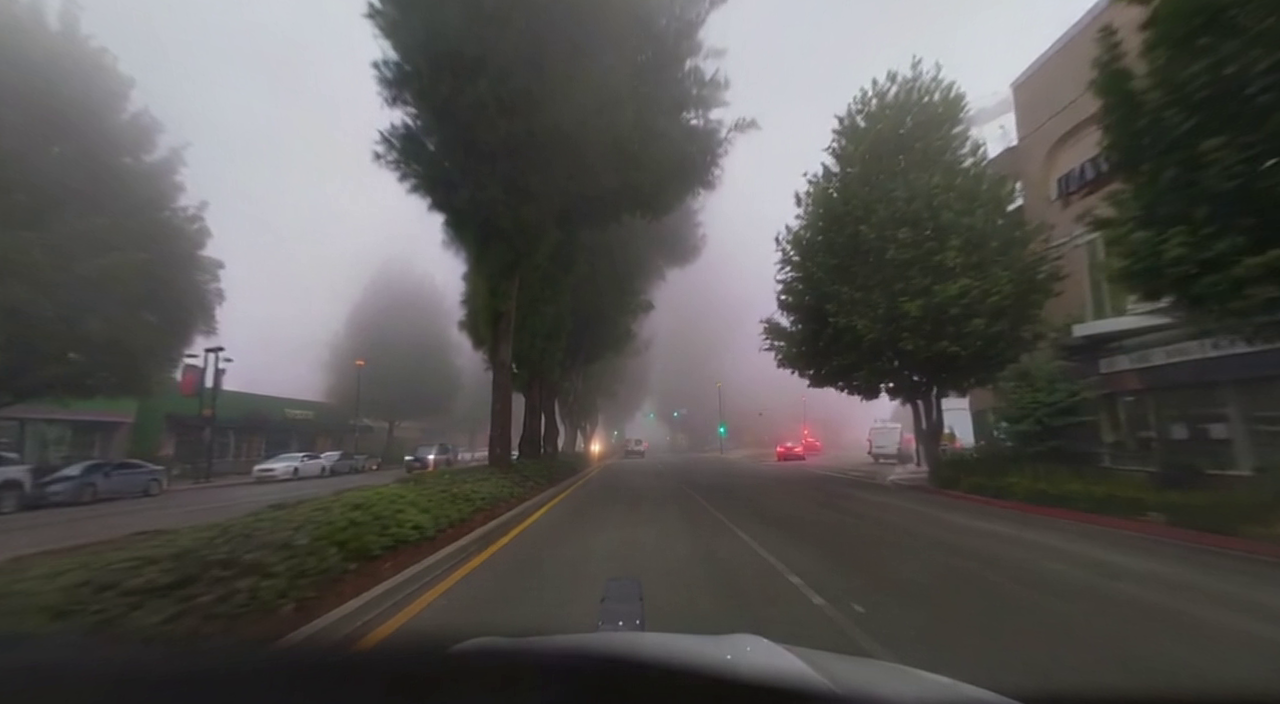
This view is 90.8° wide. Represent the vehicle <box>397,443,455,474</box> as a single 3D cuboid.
[{"bbox_3d":[-12.177,6.045,36.154,1.883,1.609,4.102,0,-8,0],"label":"vehicle"}]

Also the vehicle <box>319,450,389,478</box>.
[{"bbox_3d":[-16.339,6.382,36.328,1.852,1.476,4.704,0,-8,0],"label":"vehicle"}]

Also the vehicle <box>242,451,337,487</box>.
[{"bbox_3d":[-16.377,5.441,29.846,1.856,1.496,4.686,0,-8,-1],"label":"vehicle"}]

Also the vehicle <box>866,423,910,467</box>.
[{"bbox_3d":[16.838,6.343,43.147,2.311,2.722,5.823,-3,-9,18],"label":"vehicle"}]

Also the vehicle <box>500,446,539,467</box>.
[{"bbox_3d":[-8.877,7.690,46.889,1.960,1.461,4.433,0,-8,0],"label":"vehicle"}]

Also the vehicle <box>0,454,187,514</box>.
[{"bbox_3d":[-16.230,3.852,18.974,1.829,1.479,4.646,0,-8,-1],"label":"vehicle"}]
